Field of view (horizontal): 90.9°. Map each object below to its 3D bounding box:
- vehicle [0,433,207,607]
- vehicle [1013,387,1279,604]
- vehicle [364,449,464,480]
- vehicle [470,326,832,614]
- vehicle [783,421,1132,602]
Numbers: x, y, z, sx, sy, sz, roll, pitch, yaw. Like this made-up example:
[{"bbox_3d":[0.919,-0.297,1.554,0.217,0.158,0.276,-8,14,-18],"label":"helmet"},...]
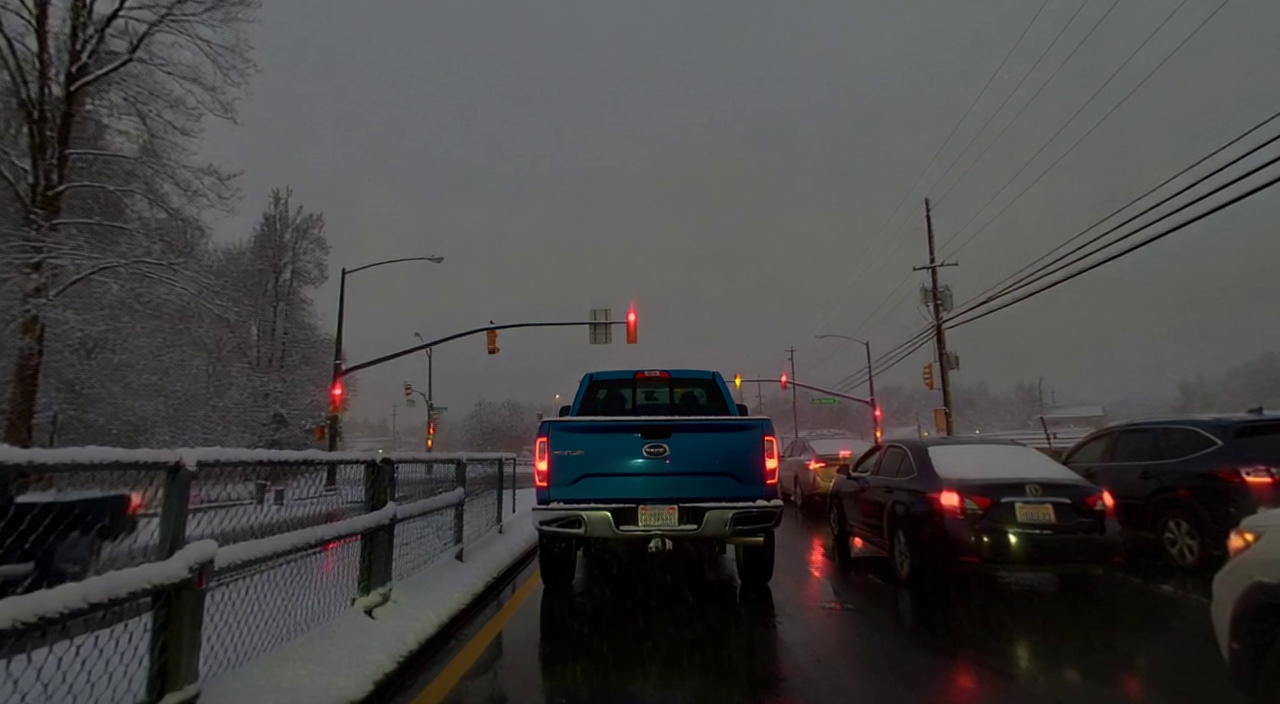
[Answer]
[{"bbox_3d":[-7.456,1.722,6.697,2.369,1.690,4.529,0,-8,2],"label":"vehicle"},{"bbox_3d":[6.156,1.365,6.468,1.982,1.727,4.352,0,-8,1],"label":"vehicle"},{"bbox_3d":[-14.727,7.313,41.174,5.749,1.897,2.186,-1,-9,10],"label":"vehicle"},{"bbox_3d":[0.124,1.364,8.140,2.831,2.284,6.149,0,-8,1],"label":"vehicle"},{"bbox_3d":[3.119,1.638,7.368,1.993,1.495,4.060,0,-8,1],"label":"vehicle"}]
